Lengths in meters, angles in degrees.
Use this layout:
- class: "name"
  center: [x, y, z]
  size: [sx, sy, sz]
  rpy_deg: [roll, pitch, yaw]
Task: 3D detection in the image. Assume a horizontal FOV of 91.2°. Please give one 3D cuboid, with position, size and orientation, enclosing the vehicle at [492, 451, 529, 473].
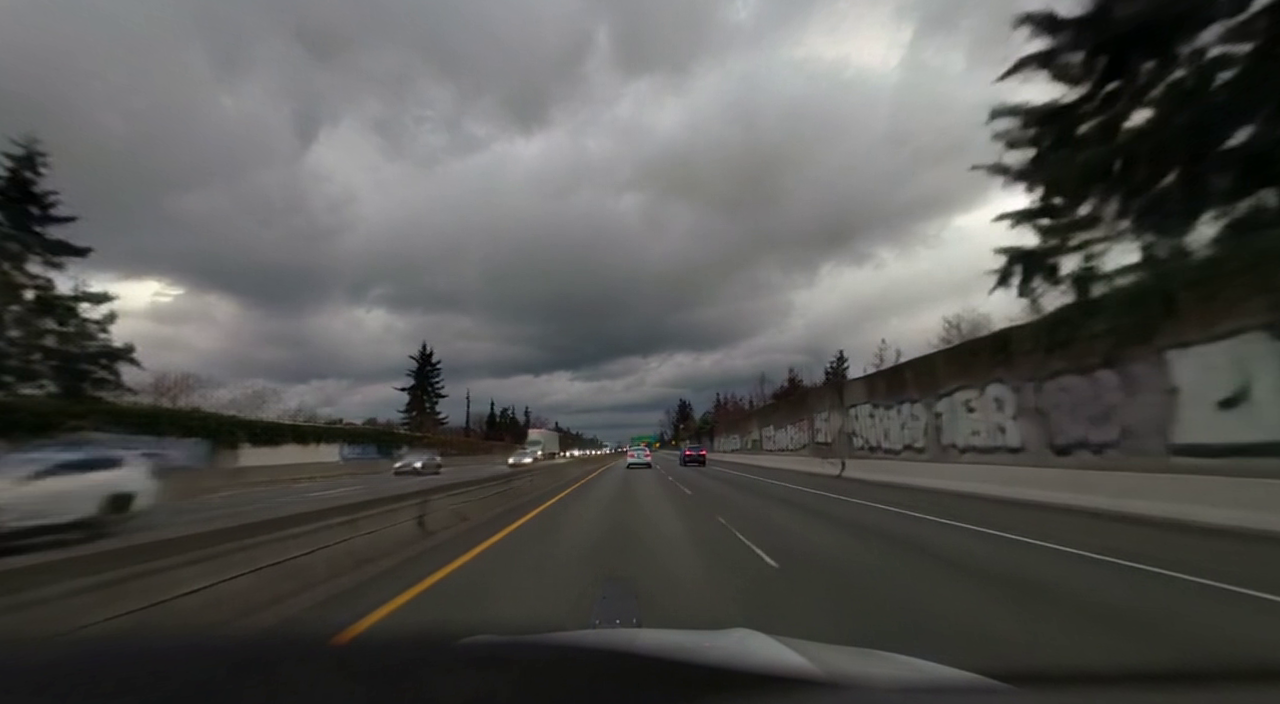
- class: "vehicle"
  center: [-9.448, 8.017, 45.948]
  size: [1.843, 1.494, 4.347]
  rpy_deg: [0, -9, -1]

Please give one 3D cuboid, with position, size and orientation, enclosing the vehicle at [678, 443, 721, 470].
- class: "vehicle"
  center: [3.725, 6.670, 40.125]
  size: [2.303, 1.614, 4.154]
  rpy_deg: [-1, -9, 0]

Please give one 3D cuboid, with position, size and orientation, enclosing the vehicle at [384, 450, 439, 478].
- class: "vehicle"
  center: [-13.951, 6.842, 38.503]
  size: [1.871, 1.567, 4.052]
  rpy_deg: [-1, -9, 0]

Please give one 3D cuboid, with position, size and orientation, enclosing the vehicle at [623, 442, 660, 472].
- class: "vehicle"
  center: [0.079, 6.358, 38.160]
  size: [2.095, 1.671, 4.219]
  rpy_deg: [0, -9, -1]
